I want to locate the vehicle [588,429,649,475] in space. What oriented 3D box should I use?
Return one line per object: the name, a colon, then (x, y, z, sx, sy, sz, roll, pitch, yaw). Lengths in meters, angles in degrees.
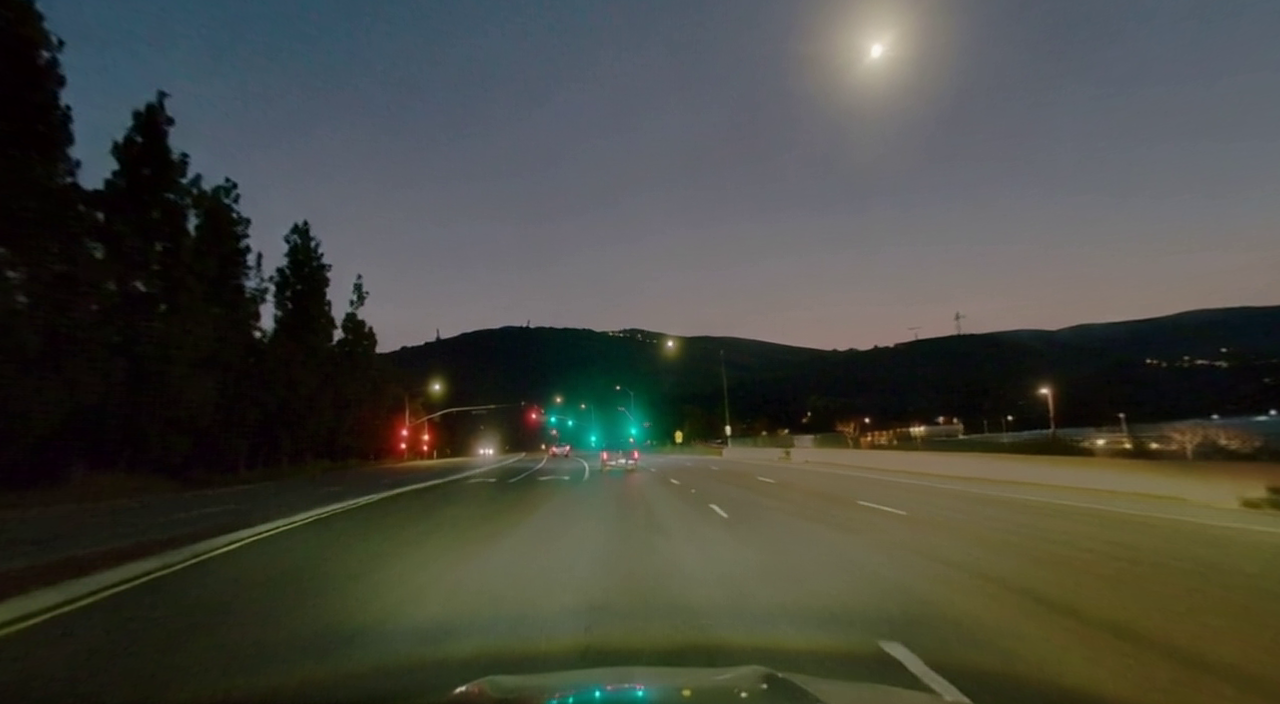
vehicle: (-1.021, 4.239, 26.945, 2.253, 1.756, 4.313, 1, -8, -6)
